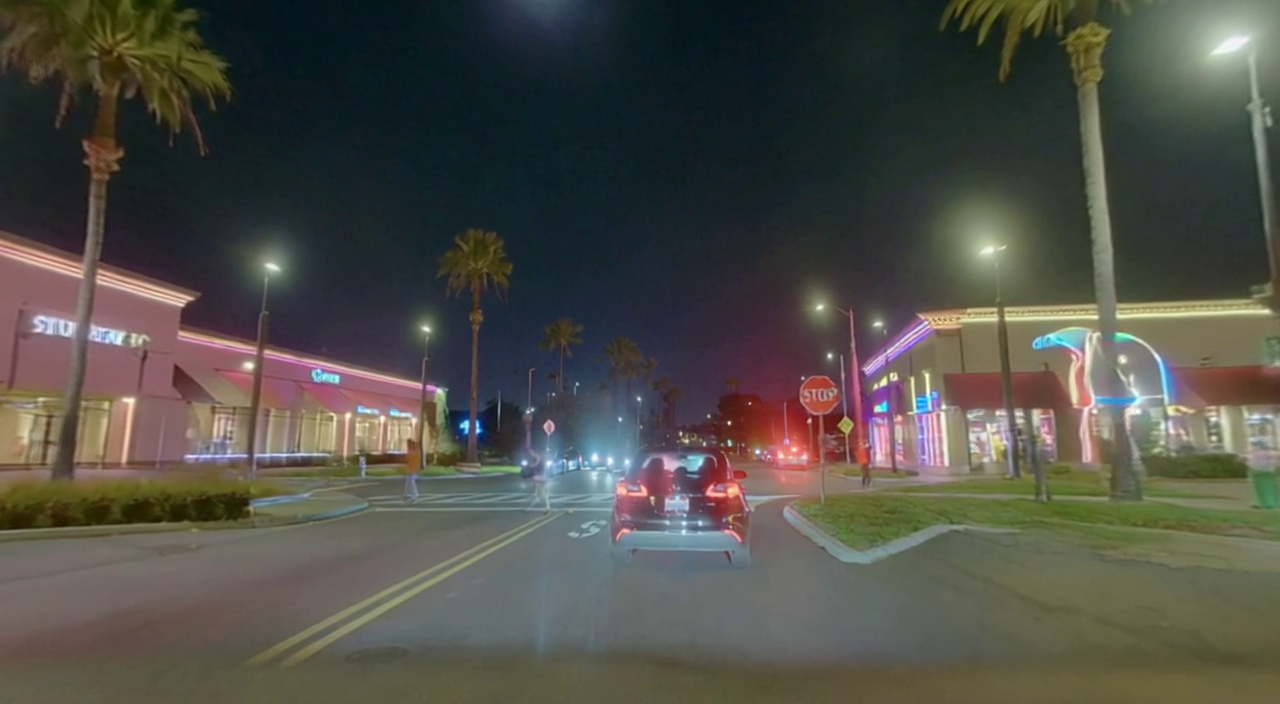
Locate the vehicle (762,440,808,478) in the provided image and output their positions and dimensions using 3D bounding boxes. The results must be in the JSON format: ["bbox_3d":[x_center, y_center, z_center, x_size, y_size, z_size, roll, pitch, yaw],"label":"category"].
[{"bbox_3d":[9.391,6.899,40.956,2.467,2.369,1.577,6,-10,-35],"label":"vehicle"}]

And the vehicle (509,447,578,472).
[{"bbox_3d":[-6.913,7.726,45.639,4.529,1.682,1.895,6,-11,-36],"label":"vehicle"}]

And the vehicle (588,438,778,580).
[{"bbox_3d":[0.629,1.984,8.827,2.031,1.479,3.969,-1,-9,5],"label":"vehicle"}]
